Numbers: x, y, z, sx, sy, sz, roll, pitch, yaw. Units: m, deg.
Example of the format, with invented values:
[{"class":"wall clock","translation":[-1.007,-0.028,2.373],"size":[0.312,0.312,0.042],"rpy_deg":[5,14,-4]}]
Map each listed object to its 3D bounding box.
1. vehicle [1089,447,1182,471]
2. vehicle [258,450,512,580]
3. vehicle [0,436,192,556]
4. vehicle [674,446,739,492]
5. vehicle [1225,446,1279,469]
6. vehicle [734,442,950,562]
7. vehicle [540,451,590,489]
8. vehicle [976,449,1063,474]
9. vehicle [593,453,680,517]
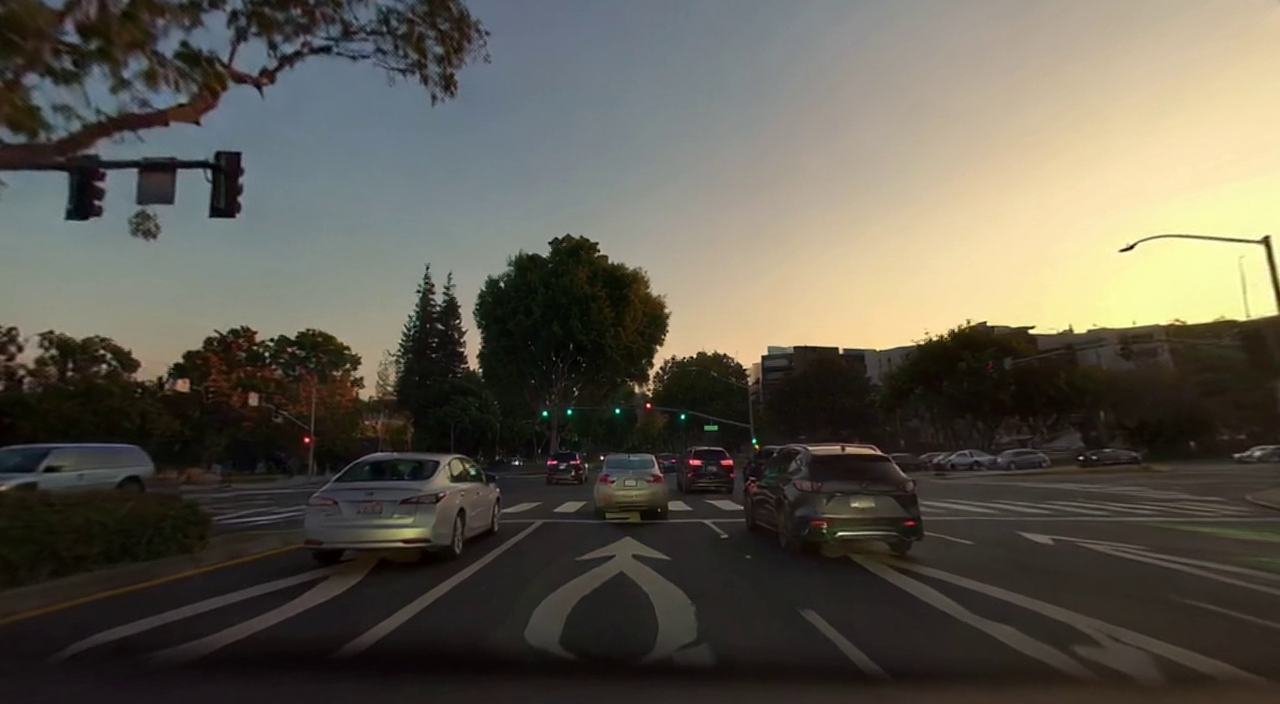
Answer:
[{"class":"vehicle","translation":[31.108,6.741,39.743],"size":[4.357,1.444,1.783],"rpy_deg":[0,-8,-2]},{"class":"vehicle","translation":[-3.436,2.258,9.677],"size":[2.045,1.463,4.490],"rpy_deg":[0,-8,0]},{"class":"vehicle","translation":[-10.179,2.325,10.775],"size":[1.934,1.713,4.281],"rpy_deg":[0,-8,-1]},{"class":"vehicle","translation":[2.724,4.892,26.938],"size":[2.138,1.778,4.422],"rpy_deg":[0,-8,-2]},{"class":"vehicle","translation":[40.027,6.624,39.724],"size":[4.644,1.430,1.781],"rpy_deg":[0,-8,-1]},{"class":"vehicle","translation":[3.060,2.363,10.921],"size":[1.996,1.566,4.917],"rpy_deg":[0,-8,-2]},{"class":"vehicle","translation":[-3.719,5.903,31.997],"size":[2.033,1.714,4.278],"rpy_deg":[0,-8,0]},{"class":"vehicle","translation":[23.741,6.843,39.603],"size":[4.255,1.465,1.936],"rpy_deg":[0,-9,-3]},{"class":"vehicle","translation":[-0.123,3.529,17.259],"size":[2.098,1.461,3.958],"rpy_deg":[0,-8,-1]}]
